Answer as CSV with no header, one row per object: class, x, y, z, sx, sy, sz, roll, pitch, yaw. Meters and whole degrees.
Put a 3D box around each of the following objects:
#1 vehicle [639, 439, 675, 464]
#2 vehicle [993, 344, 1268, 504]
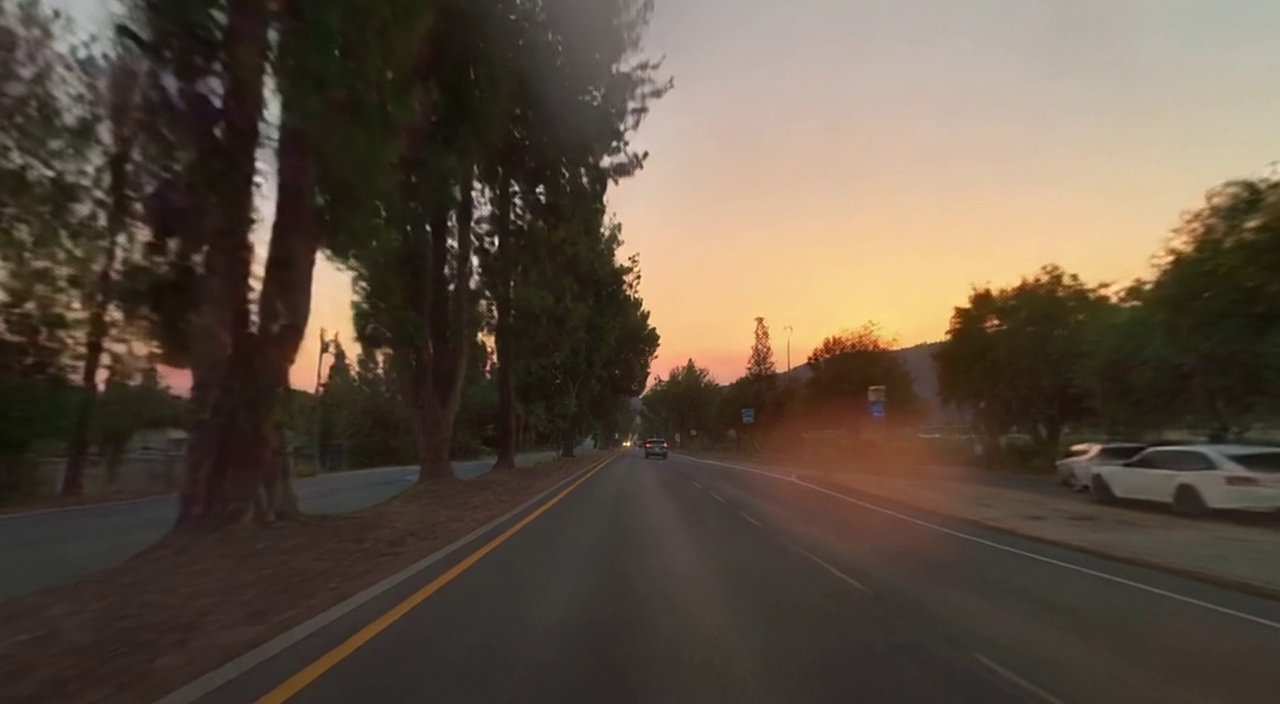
vehicle,1.208,7.392,47.022,2.183,1.744,4.424,1,-9,-4
vehicle,10.986,1.762,14.907,3.250,3.147,4.411,-1,-9,11
